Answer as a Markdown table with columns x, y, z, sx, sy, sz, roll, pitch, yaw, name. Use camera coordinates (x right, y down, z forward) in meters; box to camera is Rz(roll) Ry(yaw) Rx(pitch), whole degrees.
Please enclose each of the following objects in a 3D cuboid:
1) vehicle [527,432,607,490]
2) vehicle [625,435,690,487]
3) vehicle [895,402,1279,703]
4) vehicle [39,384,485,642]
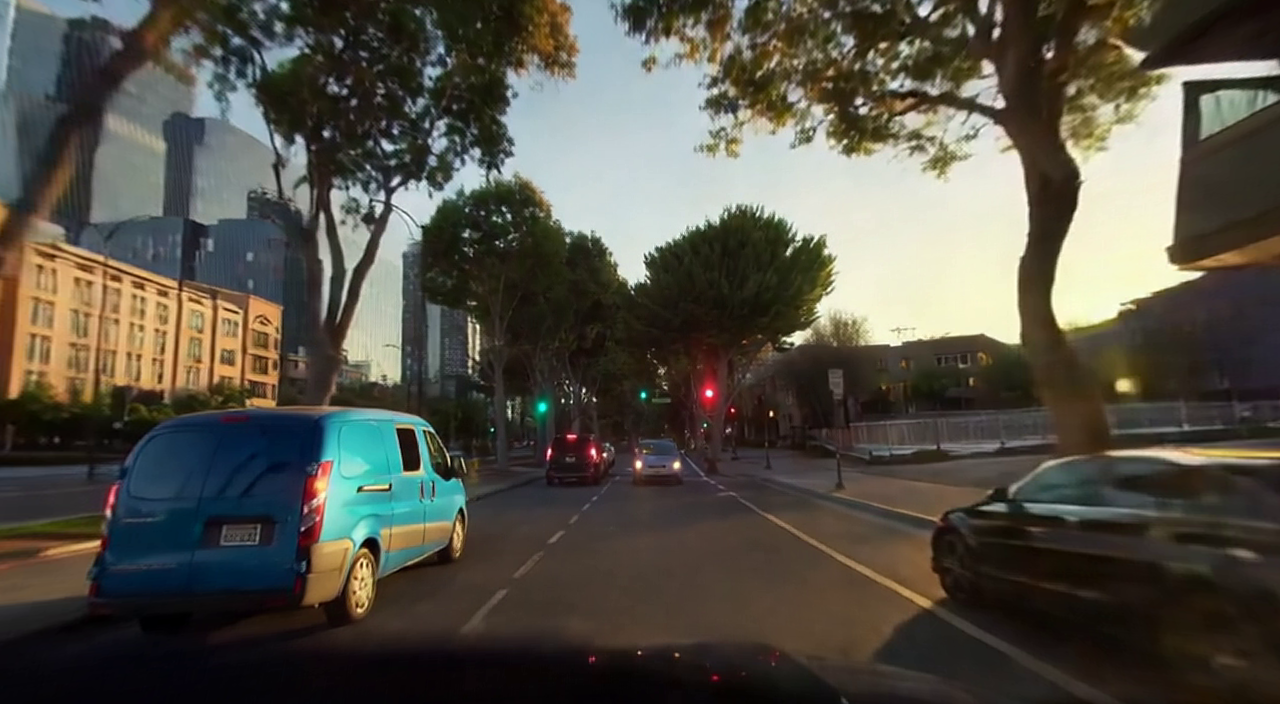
| x | y | z | sx | sy | sz | roll | pitch | yaw | name |
| --- | --- | --- | --- | --- | --- | --- | --- | --- | --- |
| -2.387 | 3.731 | 21.888 | 2.124 | 1.799 | 4.587 | 0 | -8 | 2 | vehicle |
| 0.652 | 3.997 | 23.370 | 2.205 | 1.727 | 3.917 | 0 | -8 | 2 | vehicle |
| 3.571 | 1.181 | 4.075 | 2.067 | 1.479 | 4.409 | 0 | -8 | 1 | vehicle |
| -3.024 | 1.365 | 6.221 | 1.940 | 1.722 | 3.823 | 0 | -8 | 1 | vehicle |
